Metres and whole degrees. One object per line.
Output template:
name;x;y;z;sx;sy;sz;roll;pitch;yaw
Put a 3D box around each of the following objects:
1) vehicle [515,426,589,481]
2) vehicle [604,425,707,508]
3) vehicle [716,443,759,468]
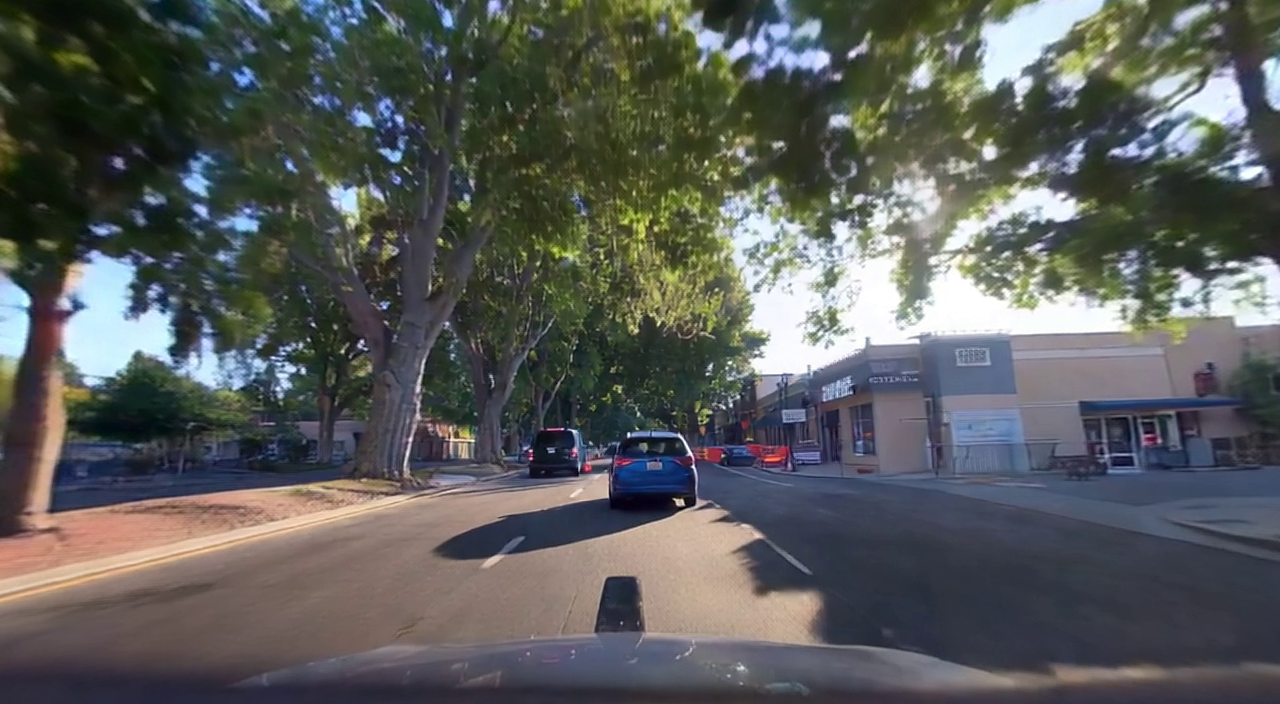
vehicle;-3.569;4.282;26.901;2.357;2.063;5.488;0;-9;0
vehicle;0.238;2.733;15.505;2.168;1.725;4.192;0;-9;-2
vehicle;6.485;6.960;42.510;2.076;1.535;4.460;0;-9;-1
